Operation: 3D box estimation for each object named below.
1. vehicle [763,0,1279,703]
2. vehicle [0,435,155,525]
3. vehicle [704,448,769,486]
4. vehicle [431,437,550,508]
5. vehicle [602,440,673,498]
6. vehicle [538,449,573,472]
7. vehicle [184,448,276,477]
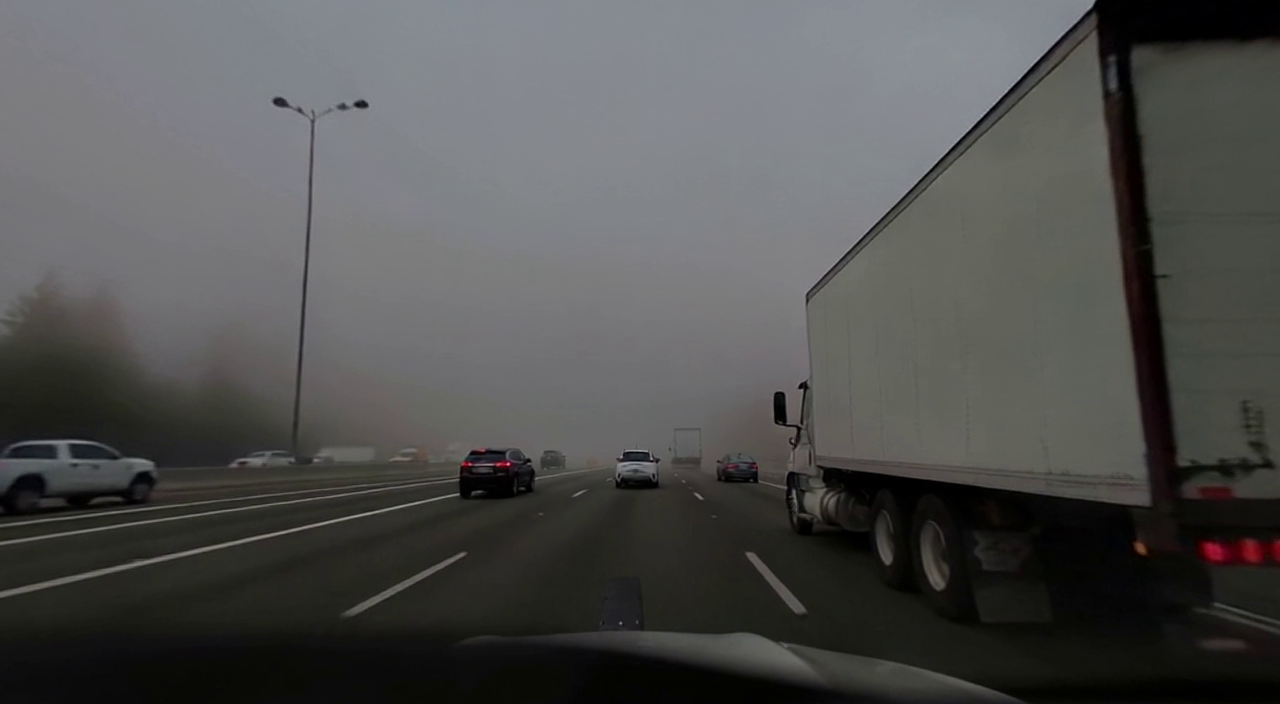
[{"bbox_3d":[3.738,0.662,7.099,2.836,3.508,8.723,0,-9,0],"label":"vehicle"},{"bbox_3d":[-13.610,2.769,14.058,1.946,1.773,4.446,0,-9,2],"label":"vehicle"},{"bbox_3d":[4.187,5.059,28.182,2.146,1.482,4.665,0,-9,0],"label":"vehicle"},{"bbox_3d":[-3.945,3.259,17.624,1.988,1.696,4.754,0,-9,2],"label":"vehicle"},{"bbox_3d":[-0.021,3.831,21.145,2.103,1.717,4.399,0,-9,1],"label":"vehicle"},{"bbox_3d":[-6.364,8.239,48.058,1.958,1.633,4.568,0,-9,2],"label":"vehicle"},{"bbox_3d":[-26.477,7.118,41.085,2.207,1.712,5.297,-1,-9,3],"label":"vehicle"}]
